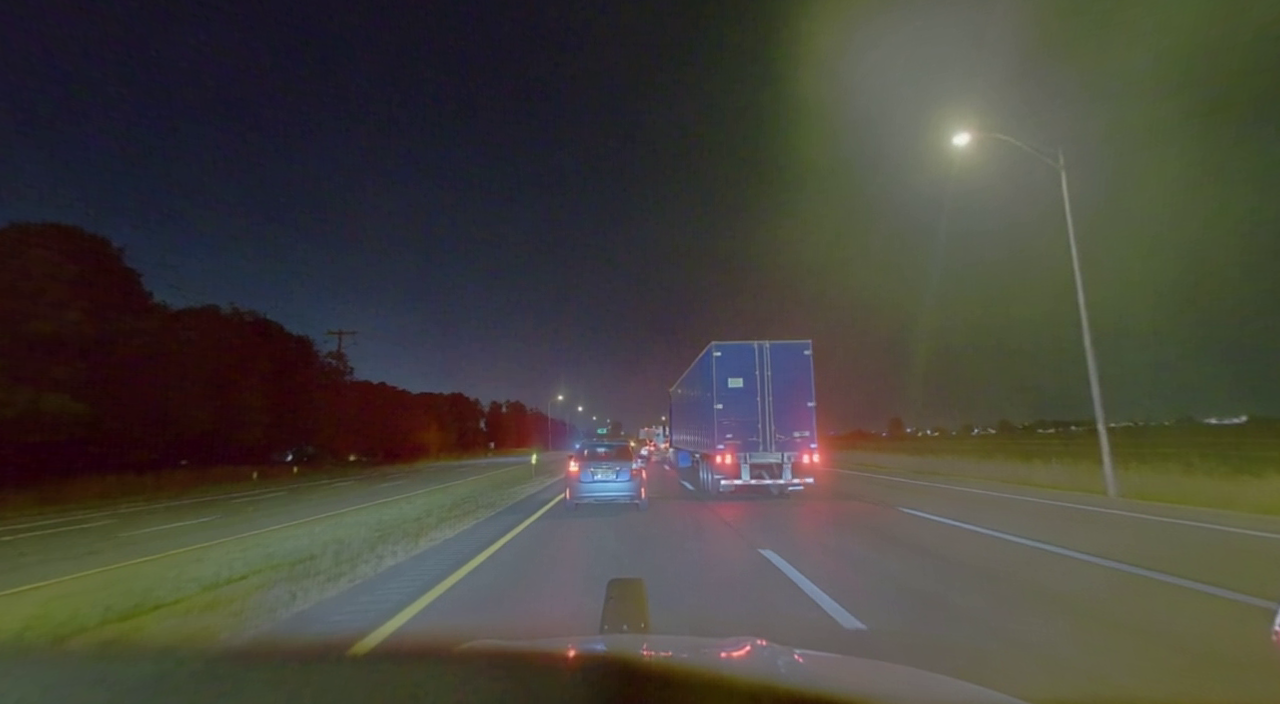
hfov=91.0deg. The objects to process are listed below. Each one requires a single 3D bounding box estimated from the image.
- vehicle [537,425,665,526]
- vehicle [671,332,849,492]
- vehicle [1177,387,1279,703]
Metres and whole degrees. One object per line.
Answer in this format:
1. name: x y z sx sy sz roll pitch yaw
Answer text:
1. vehicle: -0.634 2.237 11.942 2.009 1.554 4.013 0 -8 -1
2. vehicle: 3.616 2.770 25.228 3.591 4.290 16.696 0 -8 -1
3. vehicle: 3.555 0.621 0.586 1.960 1.515 4.713 0 -8 0
